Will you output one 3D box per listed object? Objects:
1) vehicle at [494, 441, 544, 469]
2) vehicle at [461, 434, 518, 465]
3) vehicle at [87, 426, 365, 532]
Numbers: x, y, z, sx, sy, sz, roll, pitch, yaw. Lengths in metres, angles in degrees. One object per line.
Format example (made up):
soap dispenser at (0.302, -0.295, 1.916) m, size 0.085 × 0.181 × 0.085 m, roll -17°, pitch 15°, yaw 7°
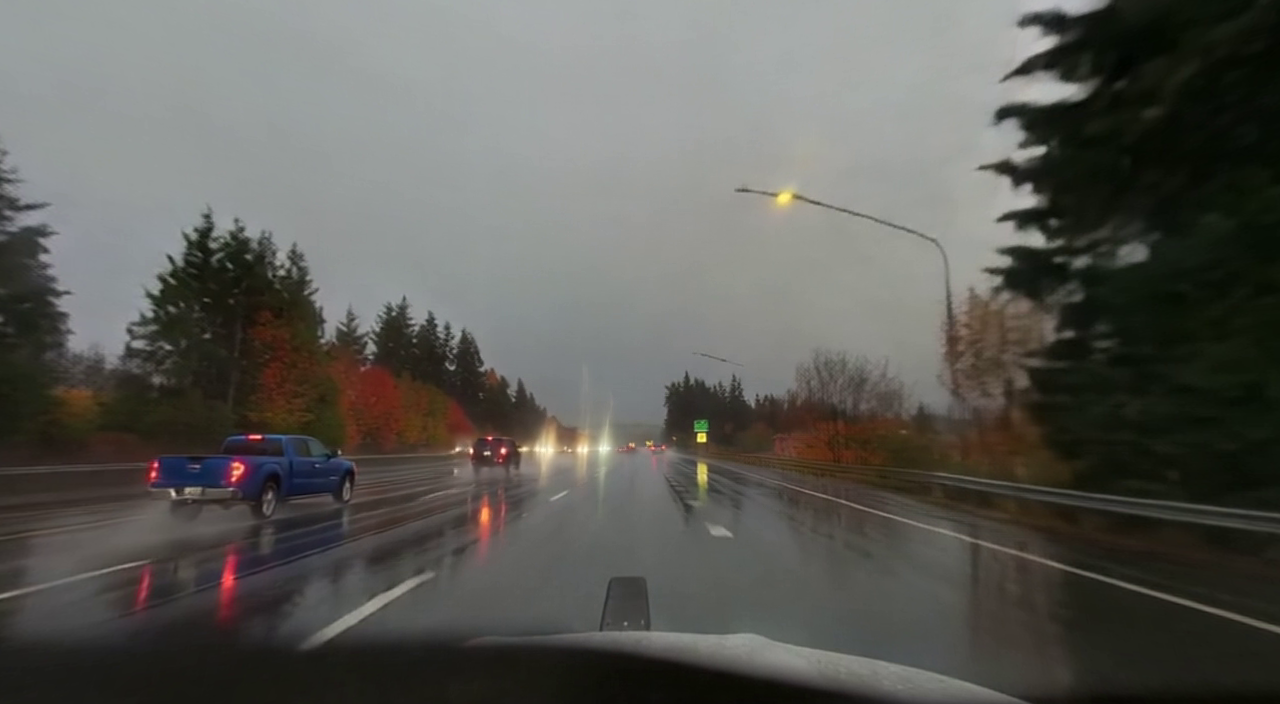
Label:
vehicle at (-6.812, 5.858, 36.017) m, size 1.919 × 1.499 × 4.234 m, roll 0°, pitch -8°, yaw 1°
vehicle at (-10.294, 6.727, 43.606) m, size 2.347 × 1.984 × 5.778 m, roll 0°, pitch -8°, yaw 2°
vehicle at (-7.219, 2.241, 11.803) m, size 1.965 × 1.567 × 4.686 m, roll 0°, pitch -8°, yaw 1°
